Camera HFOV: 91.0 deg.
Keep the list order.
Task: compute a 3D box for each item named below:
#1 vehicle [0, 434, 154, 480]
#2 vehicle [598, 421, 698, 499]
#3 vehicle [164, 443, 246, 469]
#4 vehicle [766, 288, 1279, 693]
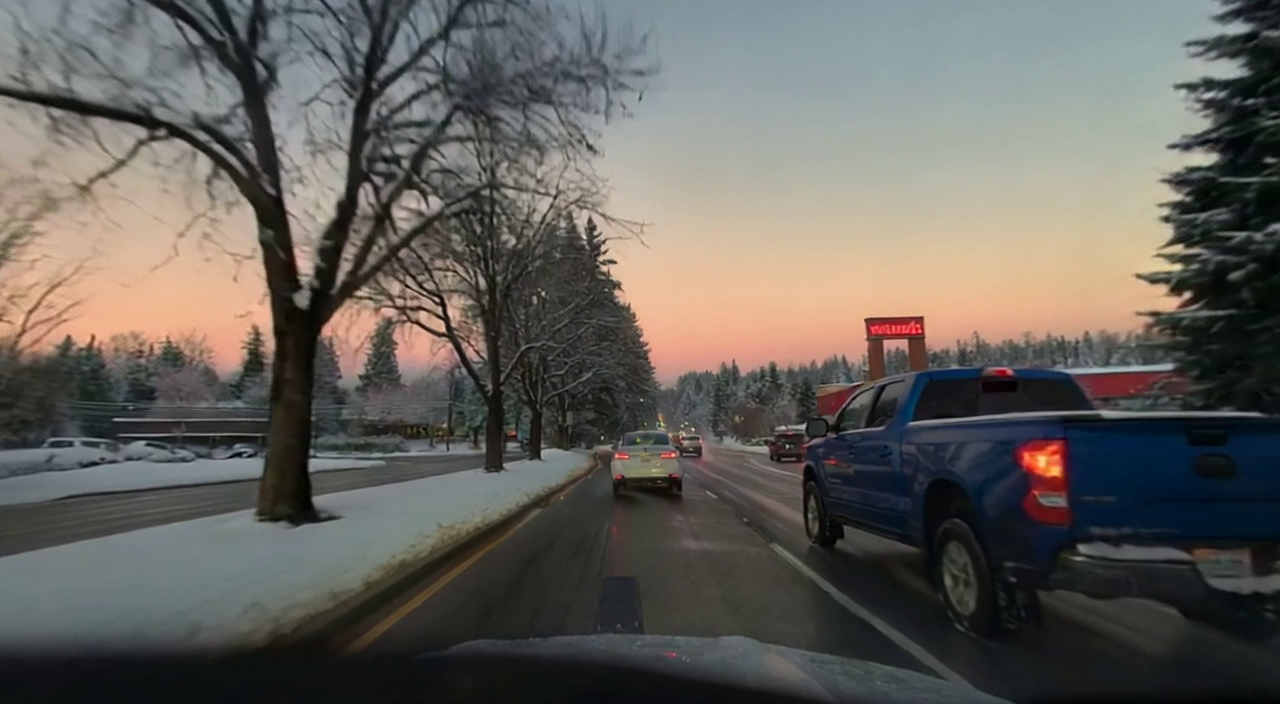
[{"bbox_3d":[-32.204,5.975,35.994,2.664,2.215,7.903,-3,-9,-1],"label":"vehicle"},{"bbox_3d":[0.159,2.619,15.592,2.145,1.650,4.021,0,-8,0],"label":"vehicle"},{"bbox_3d":[-28.119,6.754,40.765,3.894,1.527,1.872,-1,-10,-1],"label":"vehicle"},{"bbox_3d":[3.306,1.134,6.341,2.731,2.101,6.047,0,-8,-1],"label":"vehicle"}]
